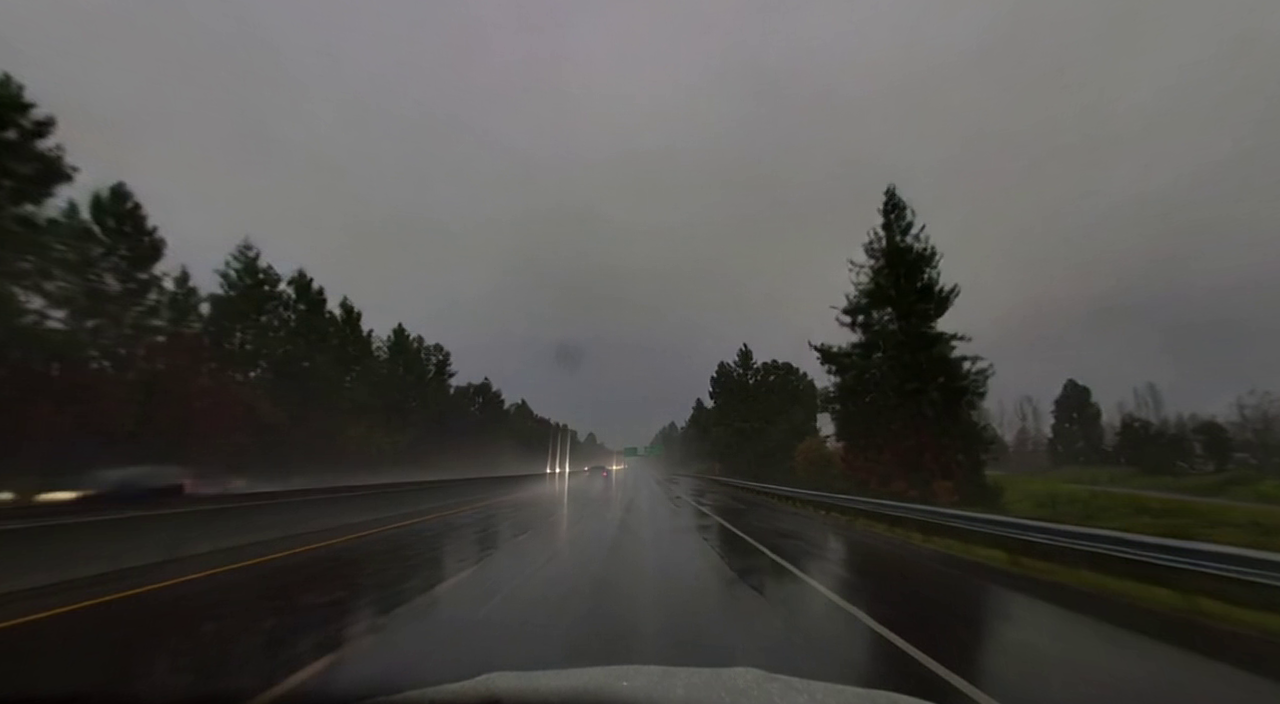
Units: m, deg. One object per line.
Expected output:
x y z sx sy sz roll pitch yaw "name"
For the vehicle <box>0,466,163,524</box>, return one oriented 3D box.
-16.127 4.006 18.044 1.862 1.433 3.846 1 -10 0 "vehicle"
